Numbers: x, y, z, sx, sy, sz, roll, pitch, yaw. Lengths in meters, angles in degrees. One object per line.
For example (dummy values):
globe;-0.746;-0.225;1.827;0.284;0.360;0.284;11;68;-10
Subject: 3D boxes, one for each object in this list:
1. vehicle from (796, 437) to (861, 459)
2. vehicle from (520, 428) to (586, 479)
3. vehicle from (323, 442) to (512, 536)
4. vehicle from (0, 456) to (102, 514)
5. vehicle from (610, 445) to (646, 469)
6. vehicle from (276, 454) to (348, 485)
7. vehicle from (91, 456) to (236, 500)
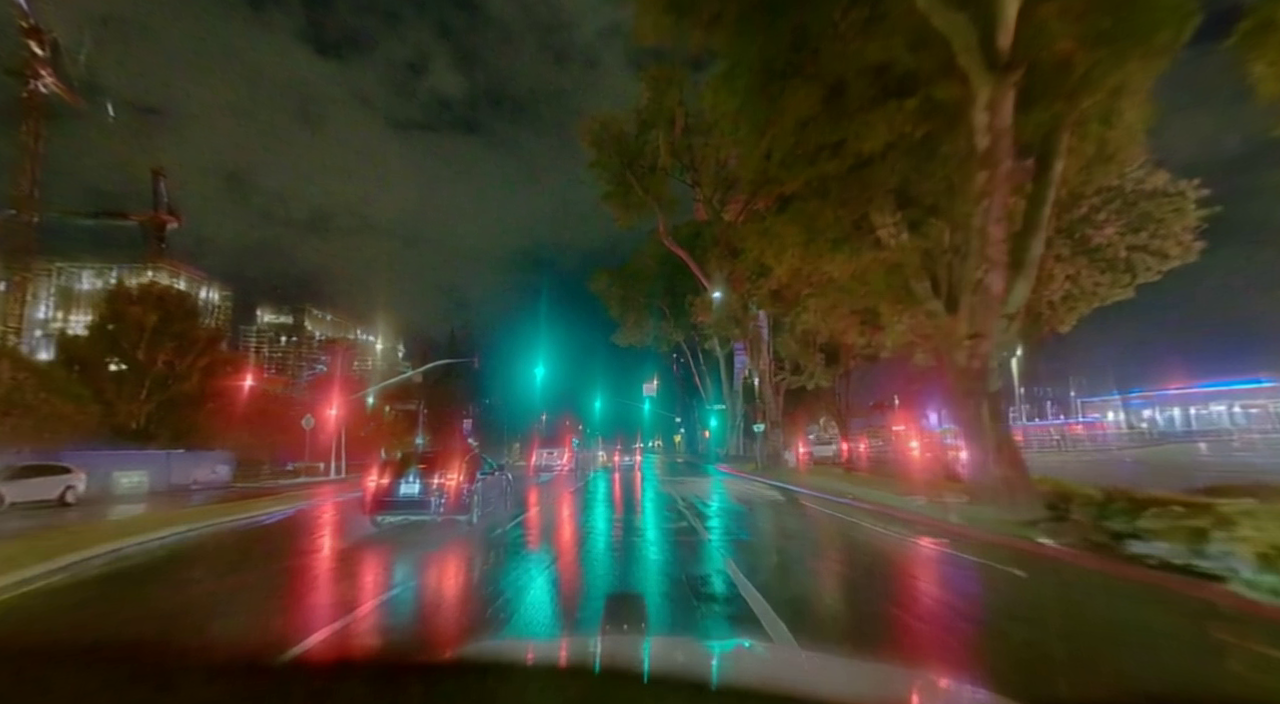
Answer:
vehicle;13.197;6.710;44.182;4.061;1.465;1.803;2;-8;-18
vehicle;-3.797;4.565;28.495;2.240;2.054;4.662;0;-9;1
vehicle;-3.887;2.448;11.981;1.959;1.406;4.527;0;-9;0
vehicle;-19.709;4.098;19.585;2.029;1.637;4.338;0;-9;1
vehicle;-0.737;6.632;40.051;2.171;1.422;4.146;0;-9;0
vehicle;-19.610;7.020;37.962;1.965;1.539;4.461;-4;-9;1
vehicle;-19.589;5.165;26.276;1.993;1.552;5.039;-1;-9;2
